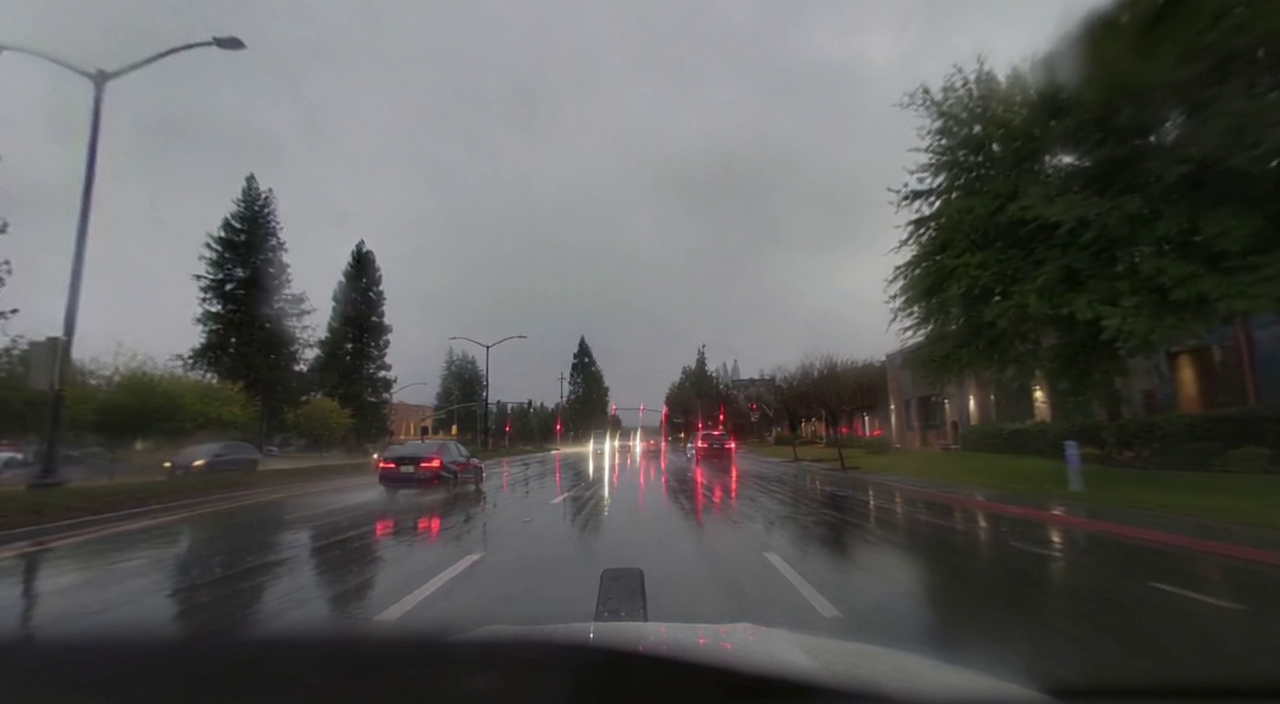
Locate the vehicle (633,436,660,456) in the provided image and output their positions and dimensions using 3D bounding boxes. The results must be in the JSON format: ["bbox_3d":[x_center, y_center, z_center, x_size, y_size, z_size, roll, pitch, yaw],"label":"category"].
[{"bbox_3d":[0.483,7.208,48.013,2.021,1.461,3.862,0,-8,0],"label":"vehicle"}]

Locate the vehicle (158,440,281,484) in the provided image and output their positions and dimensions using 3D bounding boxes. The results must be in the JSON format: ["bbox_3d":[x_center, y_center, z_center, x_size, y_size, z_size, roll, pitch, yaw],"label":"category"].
[{"bbox_3d":[-17.714,4.616,26.775,2.085,1.700,4.498,0,-8,0],"label":"vehicle"}]

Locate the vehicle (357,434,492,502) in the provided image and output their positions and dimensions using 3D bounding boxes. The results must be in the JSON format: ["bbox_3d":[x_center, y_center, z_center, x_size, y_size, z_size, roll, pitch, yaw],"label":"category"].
[{"bbox_3d":[-5.250,2.875,16.057,1.926,1.465,4.620,1,-8,-2],"label":"vehicle"}]

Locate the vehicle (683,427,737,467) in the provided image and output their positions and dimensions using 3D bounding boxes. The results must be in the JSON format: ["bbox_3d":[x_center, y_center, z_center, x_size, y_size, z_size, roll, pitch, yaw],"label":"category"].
[{"bbox_3d":[3.484,4.854,32.175,2.141,1.833,4.704,0,-8,-1],"label":"vehicle"}]
